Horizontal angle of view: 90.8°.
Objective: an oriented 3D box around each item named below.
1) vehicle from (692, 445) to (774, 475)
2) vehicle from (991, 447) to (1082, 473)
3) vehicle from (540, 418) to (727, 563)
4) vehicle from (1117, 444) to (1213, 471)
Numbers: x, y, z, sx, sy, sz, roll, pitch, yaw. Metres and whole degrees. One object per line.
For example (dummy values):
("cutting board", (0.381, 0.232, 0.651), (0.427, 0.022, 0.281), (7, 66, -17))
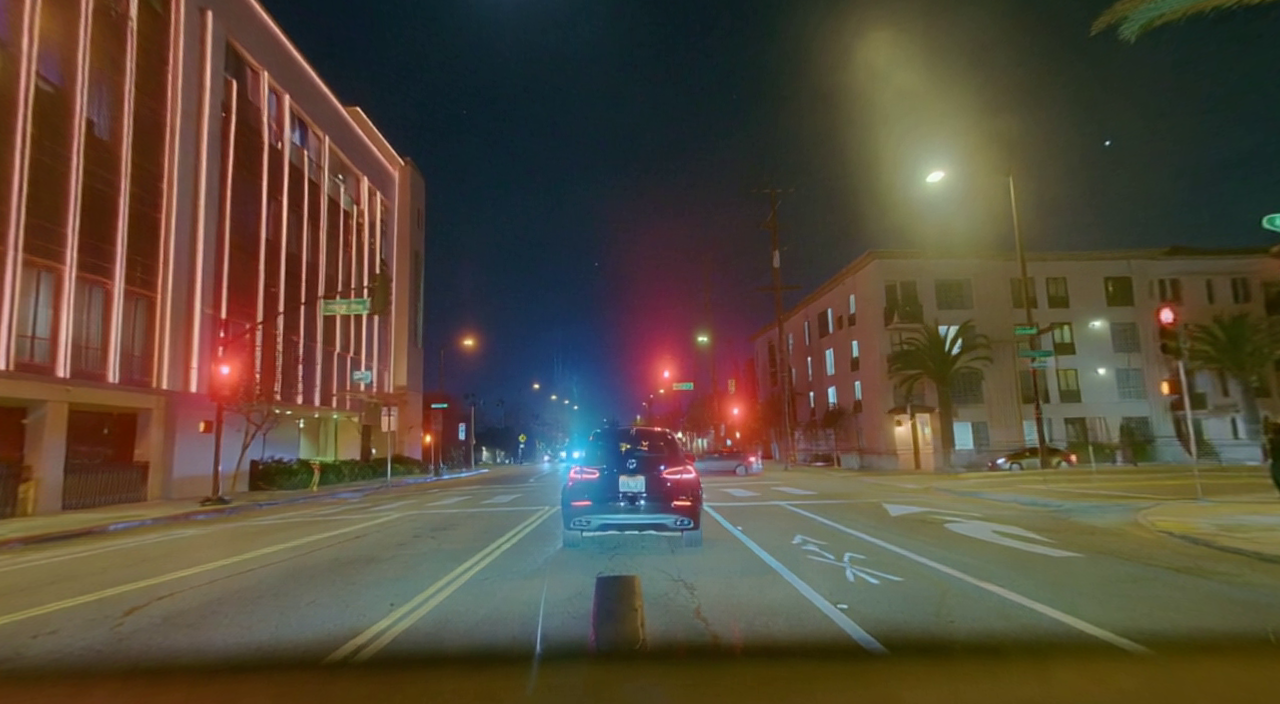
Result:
("vehicle", (5.775, 6.735, 39.606), (4.649, 1.760, 2.029), (-8, -11, 41))
("vehicle", (24.218, 6.597, 38.675), (4.417, 1.462, 1.761), (0, -8, -1))
("vehicle", (-0.080, 1.878, 9.232), (2.144, 1.643, 3.770), (0, -8, 0))
("vehicle", (32.171, 6.465, 38.763), (4.234, 1.613, 1.812), (0, -8, -1))
